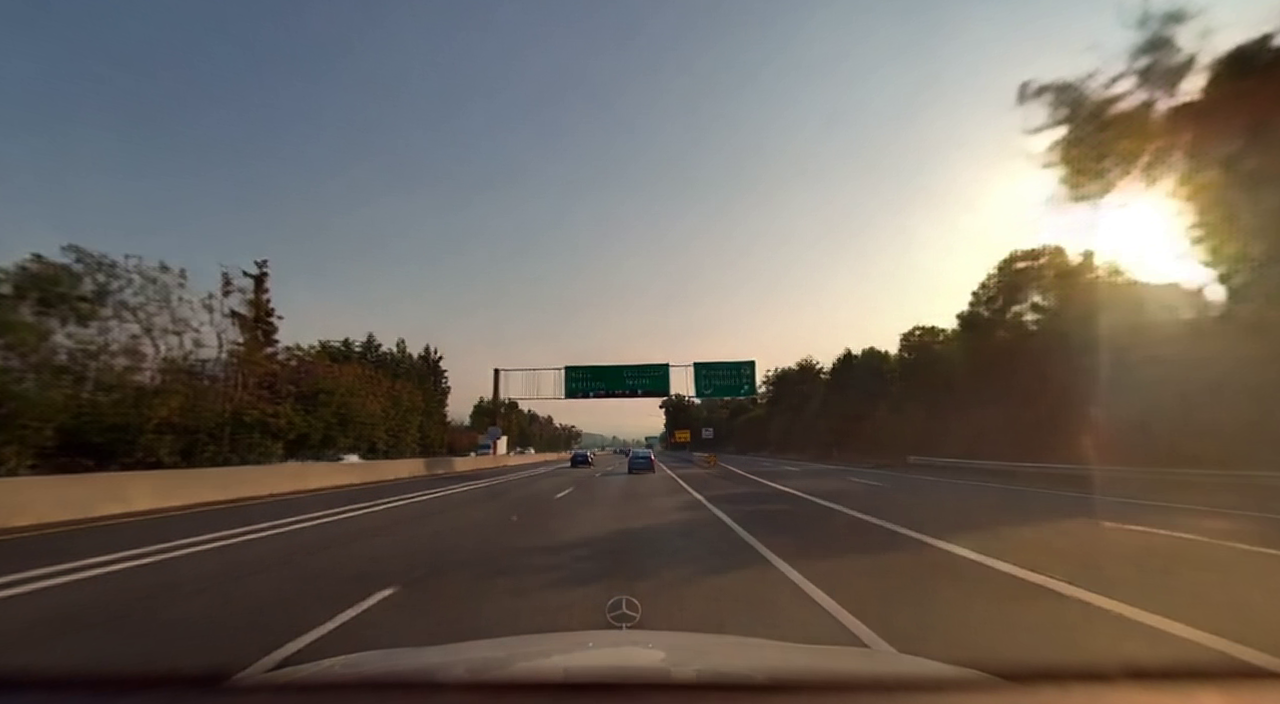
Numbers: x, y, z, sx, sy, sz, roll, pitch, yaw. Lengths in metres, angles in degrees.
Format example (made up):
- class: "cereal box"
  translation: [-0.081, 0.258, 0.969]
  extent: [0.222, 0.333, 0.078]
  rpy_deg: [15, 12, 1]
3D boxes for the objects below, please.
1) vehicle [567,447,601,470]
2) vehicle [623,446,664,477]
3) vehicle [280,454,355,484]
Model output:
- class: "vehicle"
  translation: [-3.761, 7.218, 42.911]
  extent: [1.877, 1.504, 3.799]
  rpy_deg: [0, -9, 1]
- class: "vehicle"
  translation: [0.154, 5.600, 32.437]
  extent: [2.002, 1.449, 3.612]
  rpy_deg: [0, -9, -1]
- class: "vehicle"
  translation: [-17.605, 6.376, 34.637]
  extent: [1.764, 1.469, 4.272]
  rpy_deg: [0, -9, 1]
